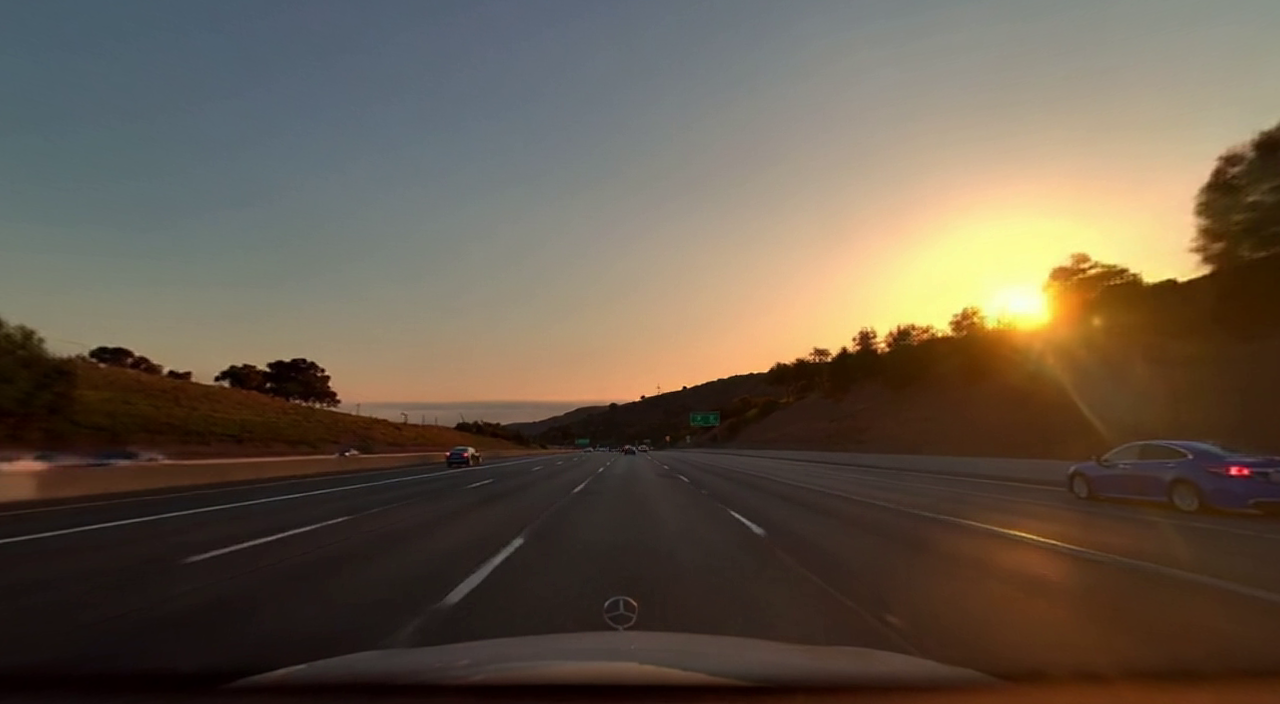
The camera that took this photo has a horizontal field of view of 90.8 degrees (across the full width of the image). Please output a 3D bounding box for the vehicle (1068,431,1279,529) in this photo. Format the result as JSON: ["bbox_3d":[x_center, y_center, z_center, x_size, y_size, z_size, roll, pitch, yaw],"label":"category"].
[{"bbox_3d":[10.711,2.287,11.963,1.985,1.493,4.486,0,-8,-1],"label":"vehicle"}]

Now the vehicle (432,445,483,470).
[{"bbox_3d":[-11.412,6.601,39.835,1.921,1.452,4.429,0,-8,0],"label":"vehicle"}]
